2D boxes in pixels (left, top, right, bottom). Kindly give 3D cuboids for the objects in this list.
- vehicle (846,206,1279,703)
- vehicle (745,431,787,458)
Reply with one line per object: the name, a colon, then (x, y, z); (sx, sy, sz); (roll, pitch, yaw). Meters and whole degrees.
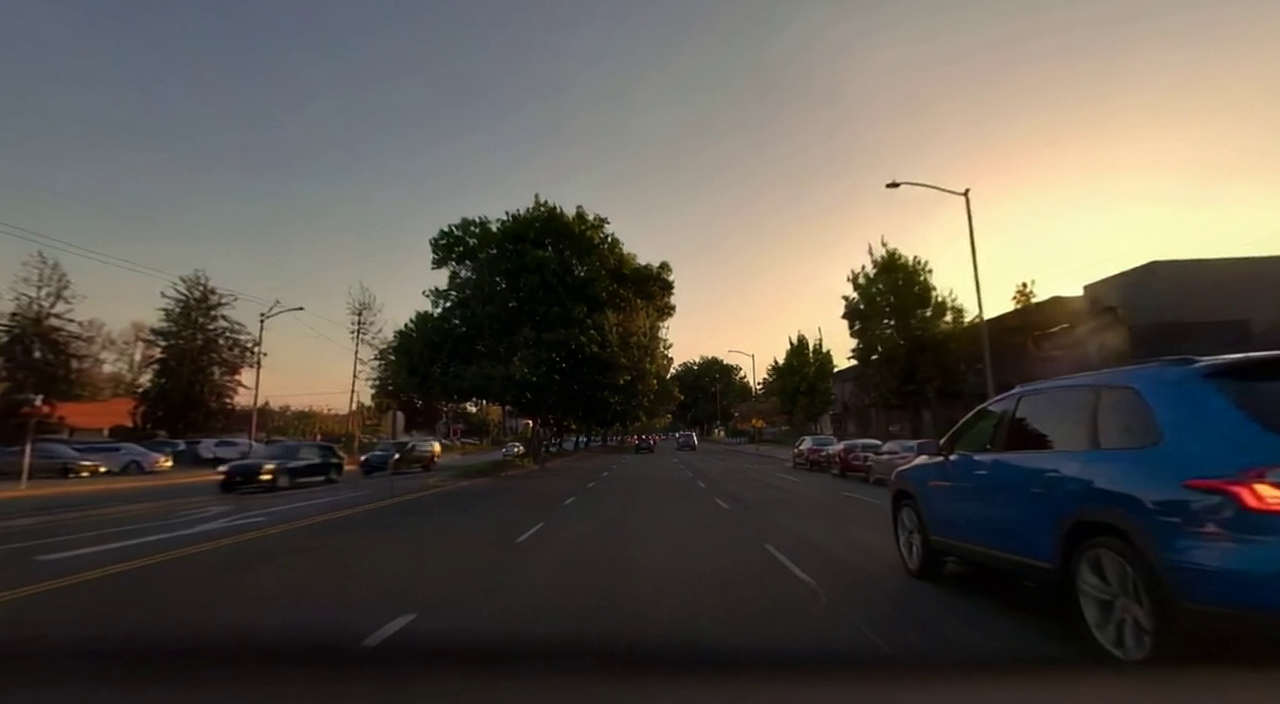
vehicle: (3.069, 0.802, 3.538); (2.246, 1.963, 4.777); (0, -8, 1)
vehicle: (8.260, 6.095, 41.484); (1.960, 1.693, 4.452); (0, -8, 2)
